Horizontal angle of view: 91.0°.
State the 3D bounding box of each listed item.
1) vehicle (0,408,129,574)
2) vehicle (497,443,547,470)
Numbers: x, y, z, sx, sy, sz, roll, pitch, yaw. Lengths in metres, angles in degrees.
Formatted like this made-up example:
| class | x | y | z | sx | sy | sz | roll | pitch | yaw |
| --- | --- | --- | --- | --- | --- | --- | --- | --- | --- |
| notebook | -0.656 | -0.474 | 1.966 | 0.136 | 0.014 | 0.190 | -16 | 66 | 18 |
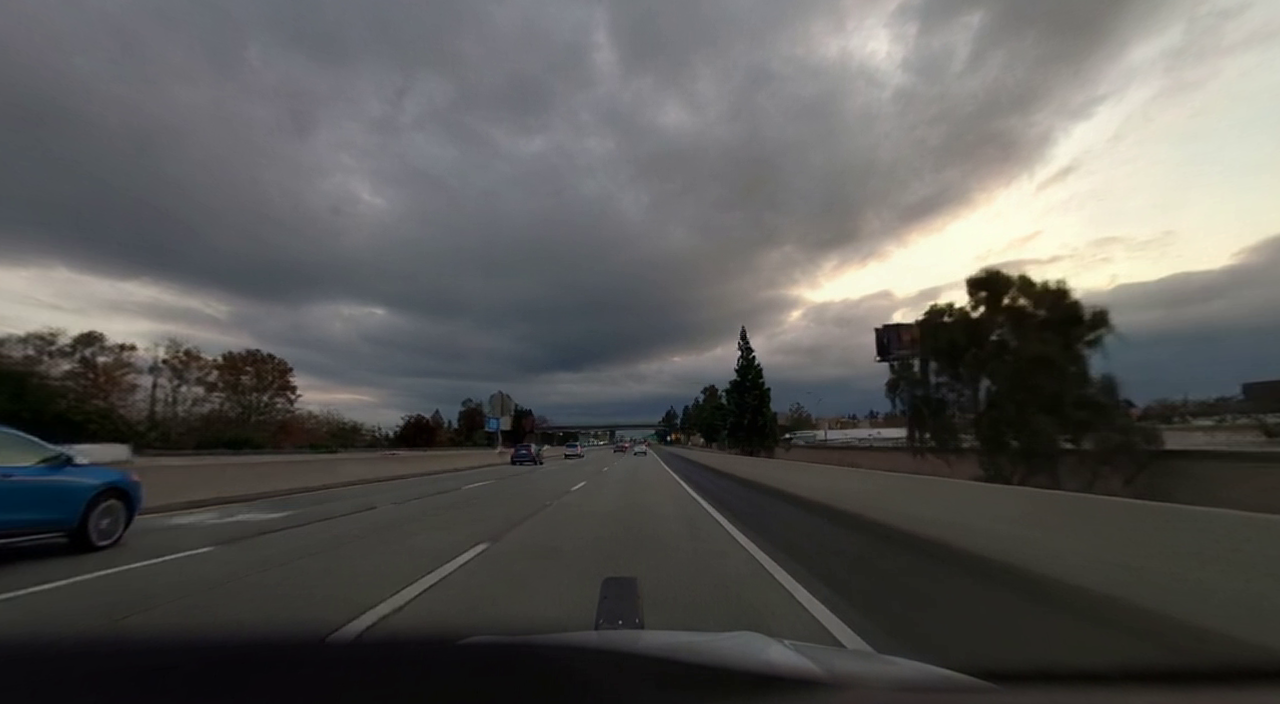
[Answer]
| class | x | y | z | sx | sy | sz | roll | pitch | yaw |
| --- | --- | --- | --- | --- | --- | --- | --- | --- | --- |
| vehicle | -7.585 | 1.283 | 5.552 | 2.055 | 1.683 | 4.804 | 0 | -9 | 0 |
| vehicle | -7.013 | 6.262 | 37.944 | 2.008 | 1.520 | 4.731 | 0 | -9 | 1 |
